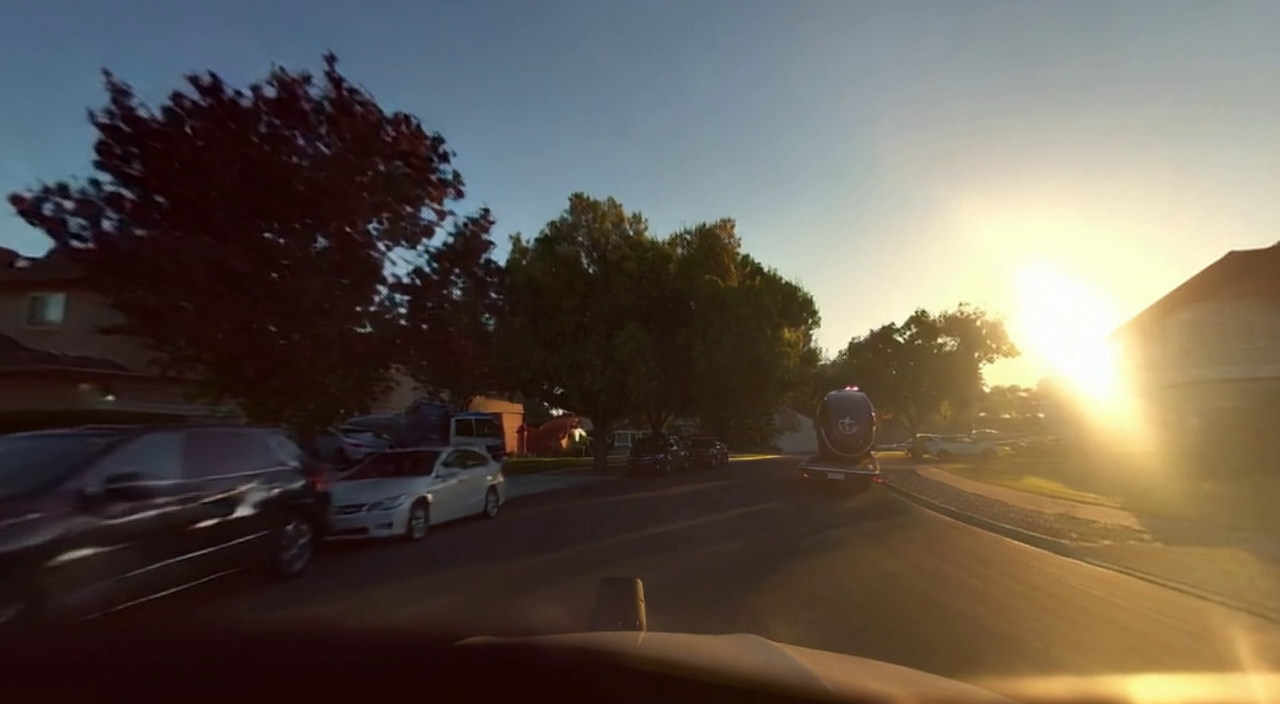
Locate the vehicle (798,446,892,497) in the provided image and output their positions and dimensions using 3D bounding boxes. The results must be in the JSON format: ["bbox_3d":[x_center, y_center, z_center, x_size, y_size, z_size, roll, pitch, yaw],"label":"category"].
[{"bbox_3d":[7.417,4.261,23.202,2.804,1.336,6.700,-2,-7,16],"label":"vehicle"}]

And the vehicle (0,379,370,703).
[{"bbox_3d":[-4.478,1.196,4.793,2.274,1.784,5.090,0,-7,4],"label":"vehicle"}]

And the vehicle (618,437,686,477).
[{"bbox_3d":[0.673,4.983,30.121,2.052,1.745,4.737,-3,-9,16],"label":"vehicle"}]

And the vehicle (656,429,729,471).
[{"bbox_3d":[3.312,5.921,38.160,2.632,2.249,6.179,-4,-9,22],"label":"vehicle"}]

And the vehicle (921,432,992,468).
[{"bbox_3d":[19.330,5.988,38.559,3.470,2.123,1.584,0,-7,5],"label":"vehicle"}]
